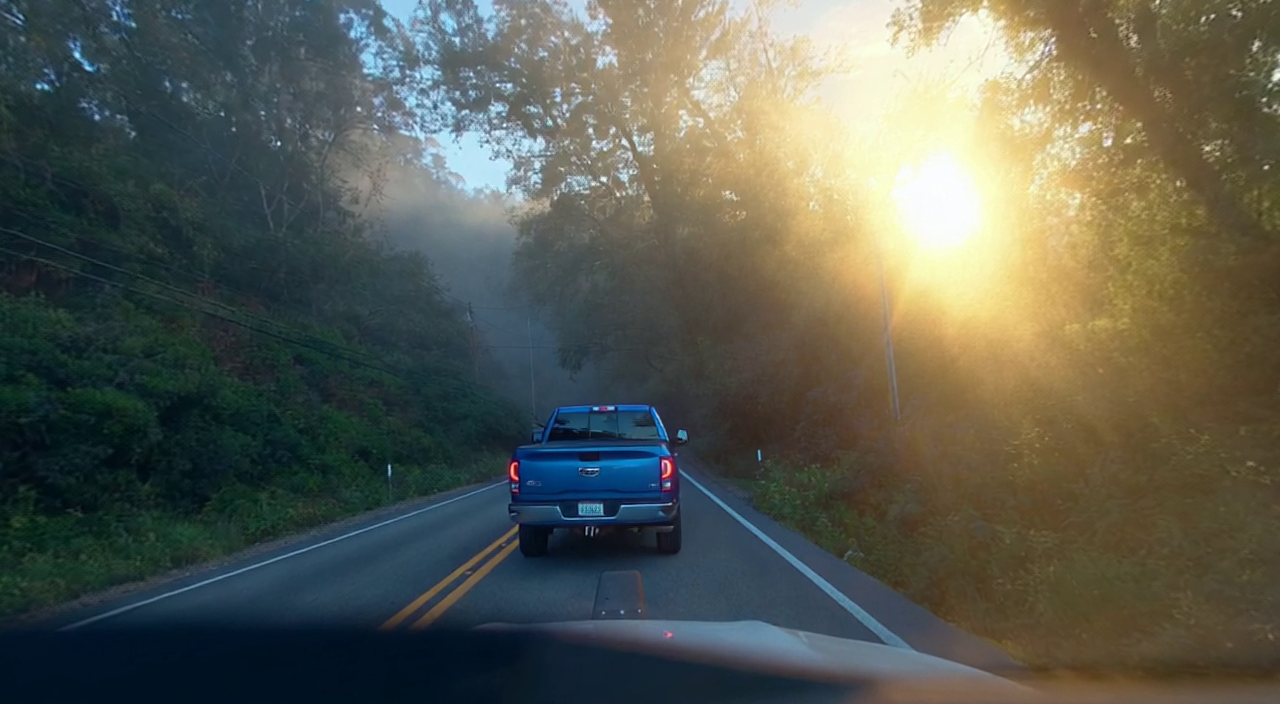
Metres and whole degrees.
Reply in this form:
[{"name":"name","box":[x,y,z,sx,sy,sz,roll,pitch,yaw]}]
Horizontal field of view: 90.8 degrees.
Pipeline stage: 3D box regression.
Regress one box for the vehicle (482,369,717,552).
[{"name":"vehicle","box":[-0.533,1.748,10.720,2.837,2.223,5.885,0,-8,-1]}]
